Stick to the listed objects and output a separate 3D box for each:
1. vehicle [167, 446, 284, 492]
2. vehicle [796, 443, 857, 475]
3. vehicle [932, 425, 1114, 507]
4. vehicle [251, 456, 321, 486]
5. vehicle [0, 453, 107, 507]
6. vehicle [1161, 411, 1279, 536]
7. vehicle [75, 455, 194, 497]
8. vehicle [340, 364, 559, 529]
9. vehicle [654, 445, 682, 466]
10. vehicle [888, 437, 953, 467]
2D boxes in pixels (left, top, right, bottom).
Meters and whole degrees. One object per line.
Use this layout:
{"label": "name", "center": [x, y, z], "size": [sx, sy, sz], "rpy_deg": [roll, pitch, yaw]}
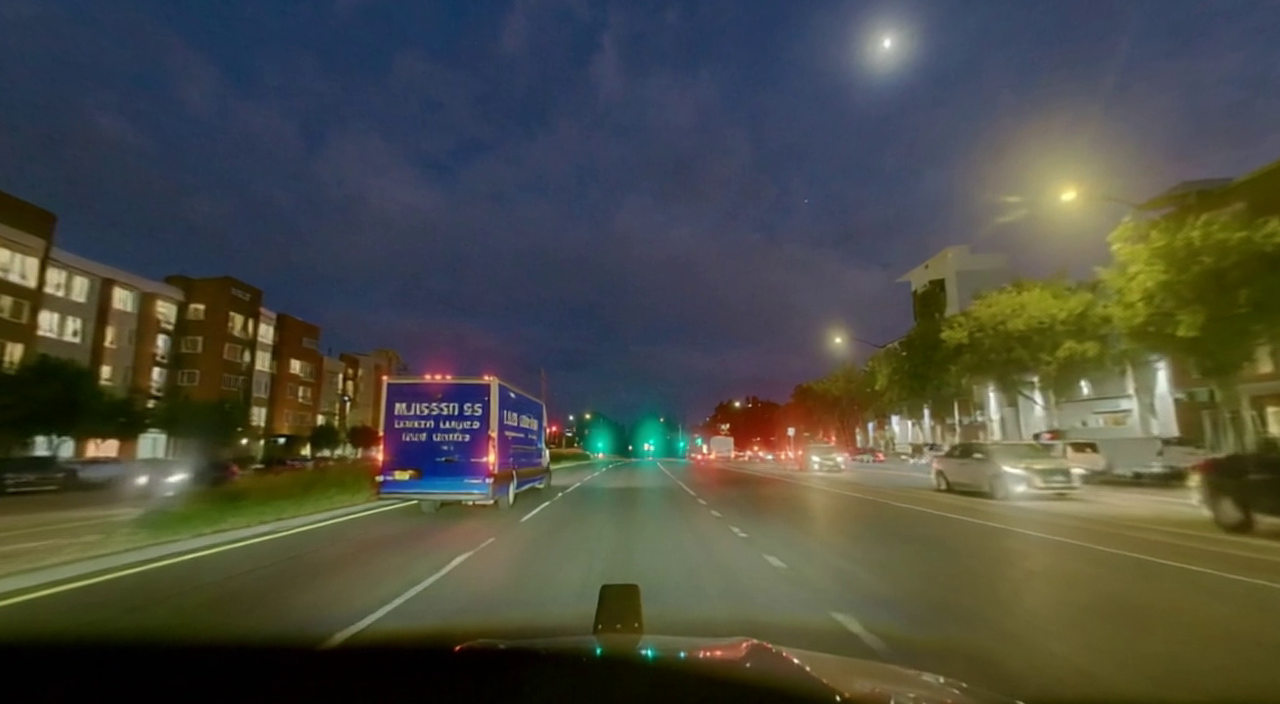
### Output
{"label": "vehicle", "center": [-17.171, 4.815, 26.466], "size": [1.924, 1.698, 4.505], "rpy_deg": [0, -8, -2]}
{"label": "vehicle", "center": [9.196, 5.268, 31.391], "size": [1.850, 1.477, 3.520], "rpy_deg": [0, -9, -2]}
{"label": "vehicle", "center": [9.159, 2.735, 15.619], "size": [1.766, 1.725, 4.221], "rpy_deg": [0, -8, -1]}
{"label": "vehicle", "center": [-23.017, 7.695, 41.240], "size": [1.869, 1.724, 4.505], "rpy_deg": [-1, -8, 1]}
{"label": "vehicle", "center": [-22.856, 4.691, 23.510], "size": [1.916, 1.782, 4.572], "rpy_deg": [0, -8, 1]}
{"label": "vehicle", "center": [9.728, 1.582, 8.185], "size": [2.044, 1.673, 4.398], "rpy_deg": [0, -9, -3]}
{"label": "vehicle", "center": [-22.883, 5.585, 28.858], "size": [1.873, 1.657, 4.381], "rpy_deg": [0, -8, -2]}
{"label": "vehicle", "center": [-3.944, 2.245, 15.307], "size": [2.763, 2.974, 7.562], "rpy_deg": [-1, -8, 1]}
{"label": "vehicle", "center": [2.114, 7.875, 48.321], "size": [1.878, 1.534, 4.120], "rpy_deg": [0, -8, -1]}
{"label": "vehicle", "center": [16.406, 5.839, 36.821], "size": [4.218, 1.622, 1.930], "rpy_deg": [9, -12, -43]}
